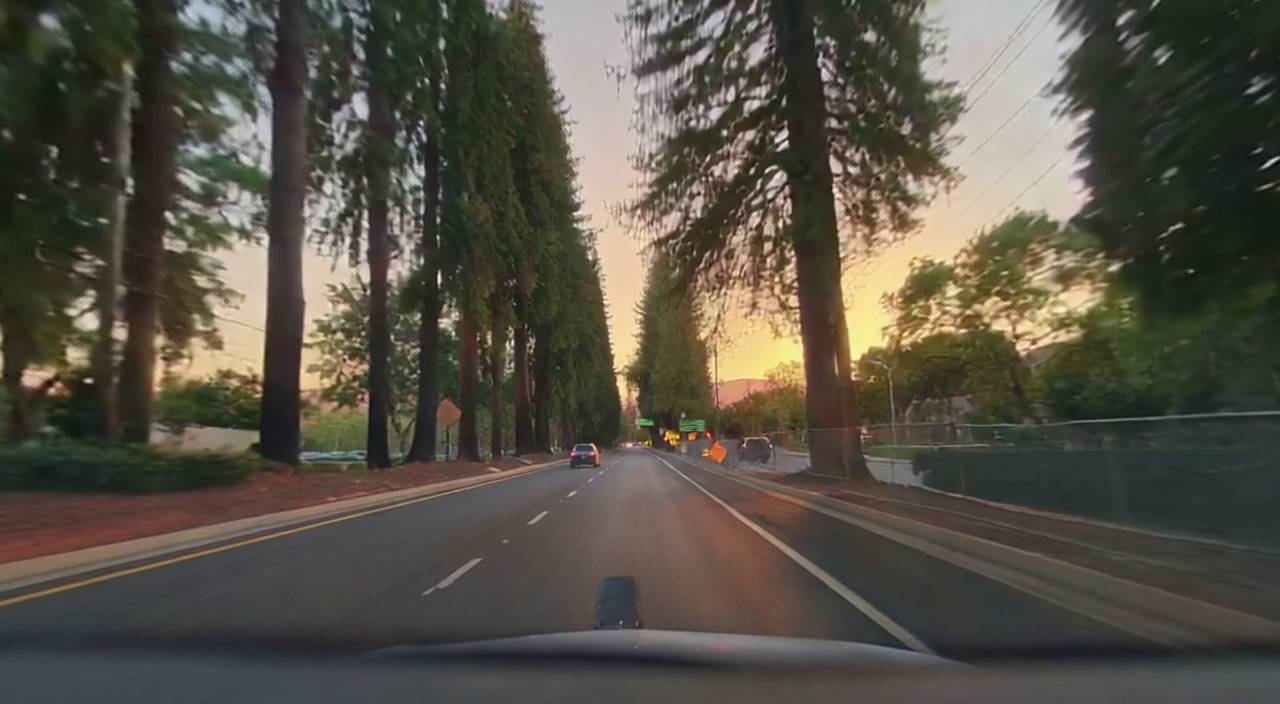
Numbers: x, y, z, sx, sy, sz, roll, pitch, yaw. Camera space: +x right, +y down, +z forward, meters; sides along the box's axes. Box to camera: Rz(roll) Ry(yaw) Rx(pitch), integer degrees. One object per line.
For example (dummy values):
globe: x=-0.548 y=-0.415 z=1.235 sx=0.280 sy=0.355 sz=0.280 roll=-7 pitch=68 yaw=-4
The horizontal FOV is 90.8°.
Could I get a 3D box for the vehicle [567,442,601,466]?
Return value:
vehicle: x=-3.891 y=7.180 z=44.669 sx=1.992 sy=1.608 sz=3.868 roll=0 pitch=-8 yaw=0
